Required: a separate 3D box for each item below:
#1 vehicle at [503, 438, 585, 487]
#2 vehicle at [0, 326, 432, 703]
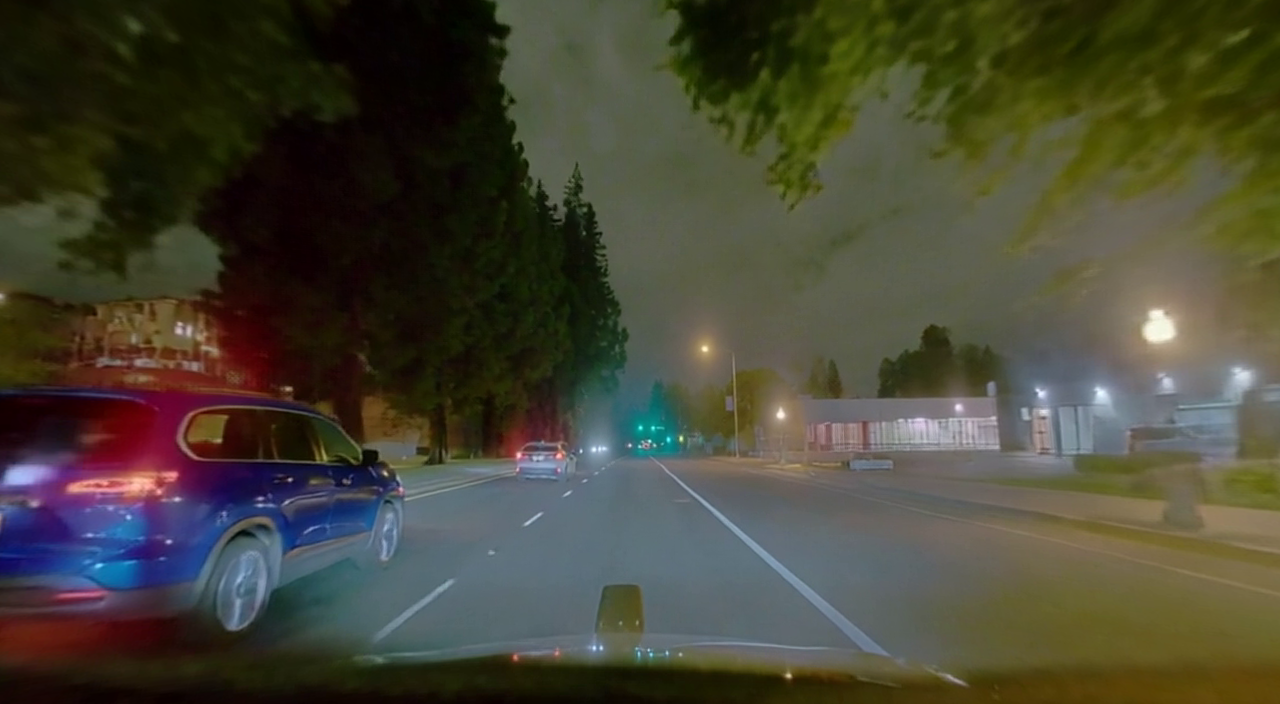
[{"bbox_3d":[-3.139,3.729,21.644,2.069,1.470,4.601,0,-8,1],"label":"vehicle"},{"bbox_3d":[-3.415,1.090,5.041,2.042,1.817,4.364,0,-8,-1],"label":"vehicle"}]
